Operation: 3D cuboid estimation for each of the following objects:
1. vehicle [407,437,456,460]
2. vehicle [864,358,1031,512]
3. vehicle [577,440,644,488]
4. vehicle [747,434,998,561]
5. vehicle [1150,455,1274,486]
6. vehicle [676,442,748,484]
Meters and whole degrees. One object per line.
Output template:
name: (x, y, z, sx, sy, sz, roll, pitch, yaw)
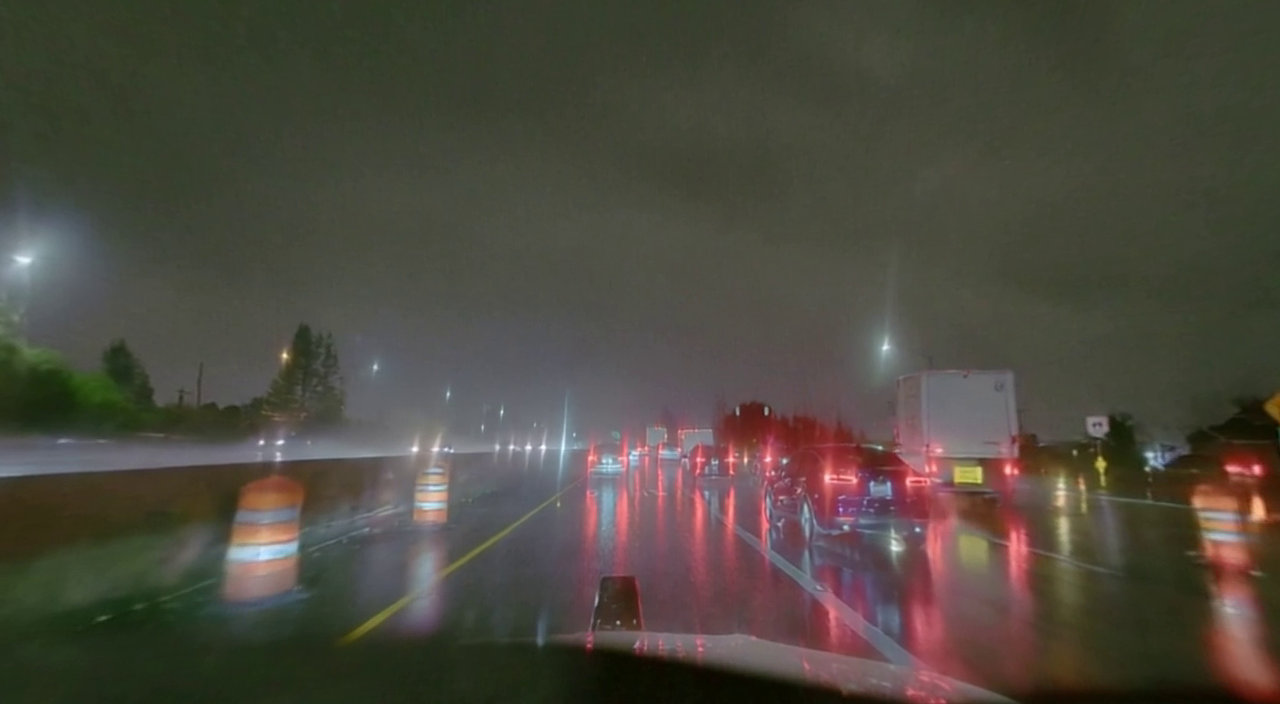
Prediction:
vehicle: (-13.954, 6.516, 42.580, 1.828, 1.471, 4.406, 0, -9, 0)
vehicle: (7.593, 2.102, 16.072, 2.575, 3.519, 2.984, 0, -9, 1)
vehicle: (-0.964, 3.765, 21.575, 2.069, 1.470, 4.004, 0, -8, -1)
vehicle: (3.096, 2.024, 9.574, 1.996, 1.455, 4.281, 0, -9, -3)
vehicle: (35.229, 7.275, 39.183, 2.227, 1.730, 5.442, 1, -9, -6)
vehicle: (2.637, 4.191, 24.202, 2.042, 1.460, 4.451, 0, -8, -3)
